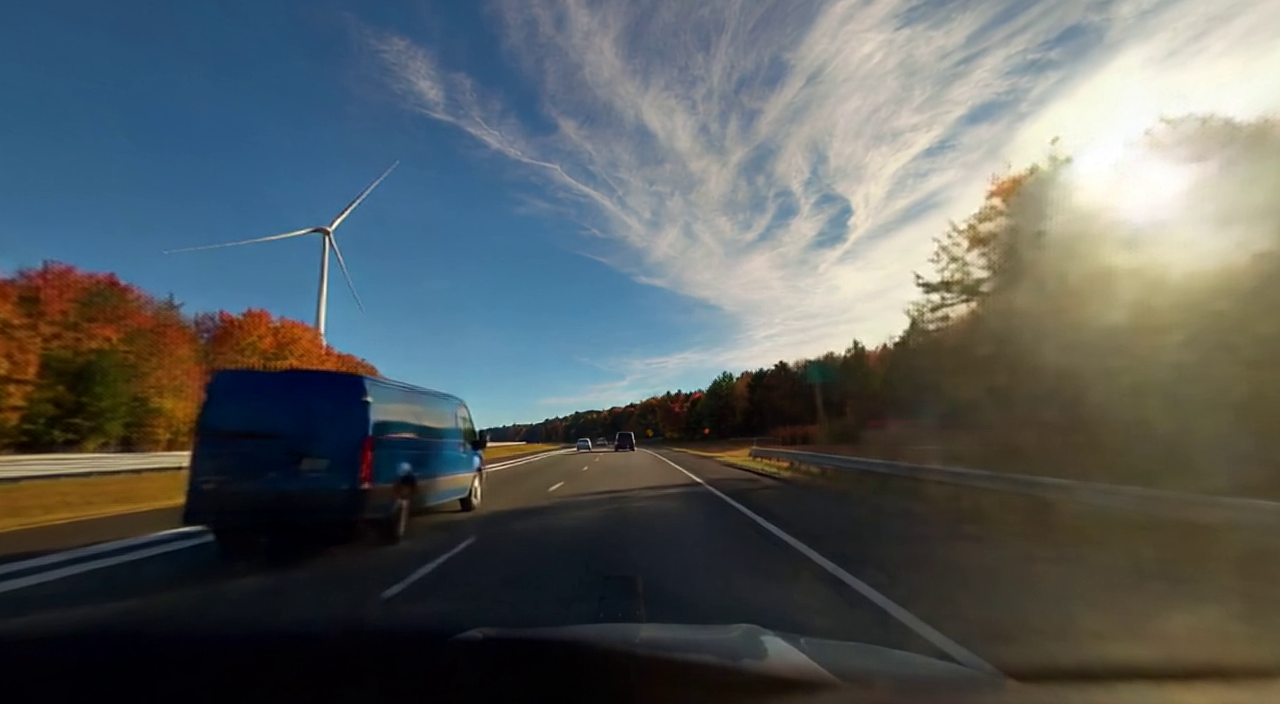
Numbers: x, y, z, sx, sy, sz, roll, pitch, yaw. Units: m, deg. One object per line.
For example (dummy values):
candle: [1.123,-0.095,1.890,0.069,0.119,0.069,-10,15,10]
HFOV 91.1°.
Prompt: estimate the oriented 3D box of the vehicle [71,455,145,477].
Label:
vehicle: [-41.718,8.952,49.420,1.797,1.475,4.544,0,-7,0]

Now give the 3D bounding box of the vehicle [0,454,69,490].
vehicle: [-29.102,5.472,28.582,1.898,1.484,4.642,0,-8,0]

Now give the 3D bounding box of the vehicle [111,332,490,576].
vehicle: [-3.845,1.297,8.604,2.303,2.323,5.089,0,-8,0]
